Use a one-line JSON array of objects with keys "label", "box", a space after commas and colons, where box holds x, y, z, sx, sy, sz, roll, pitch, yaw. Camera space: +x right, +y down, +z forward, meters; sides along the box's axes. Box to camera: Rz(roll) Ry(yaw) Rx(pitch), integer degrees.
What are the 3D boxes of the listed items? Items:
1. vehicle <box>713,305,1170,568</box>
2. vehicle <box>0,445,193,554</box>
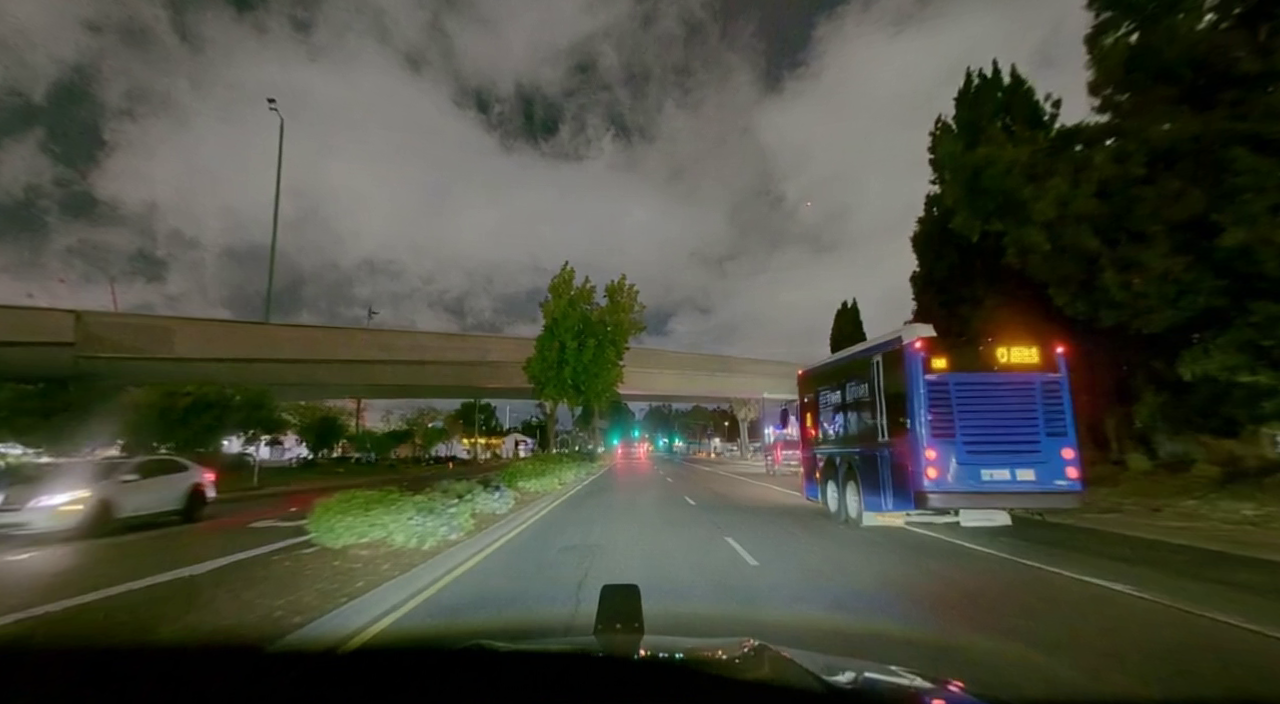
[{"label": "vehicle", "box": [4.428, 2.017, 14.557, 3.043, 3.162, 13.806, 0, -9, -4]}, {"label": "vehicle", "box": [-10.651, 2.589, 11.784, 1.869, 1.655, 4.024, 0, -9, -5]}]
